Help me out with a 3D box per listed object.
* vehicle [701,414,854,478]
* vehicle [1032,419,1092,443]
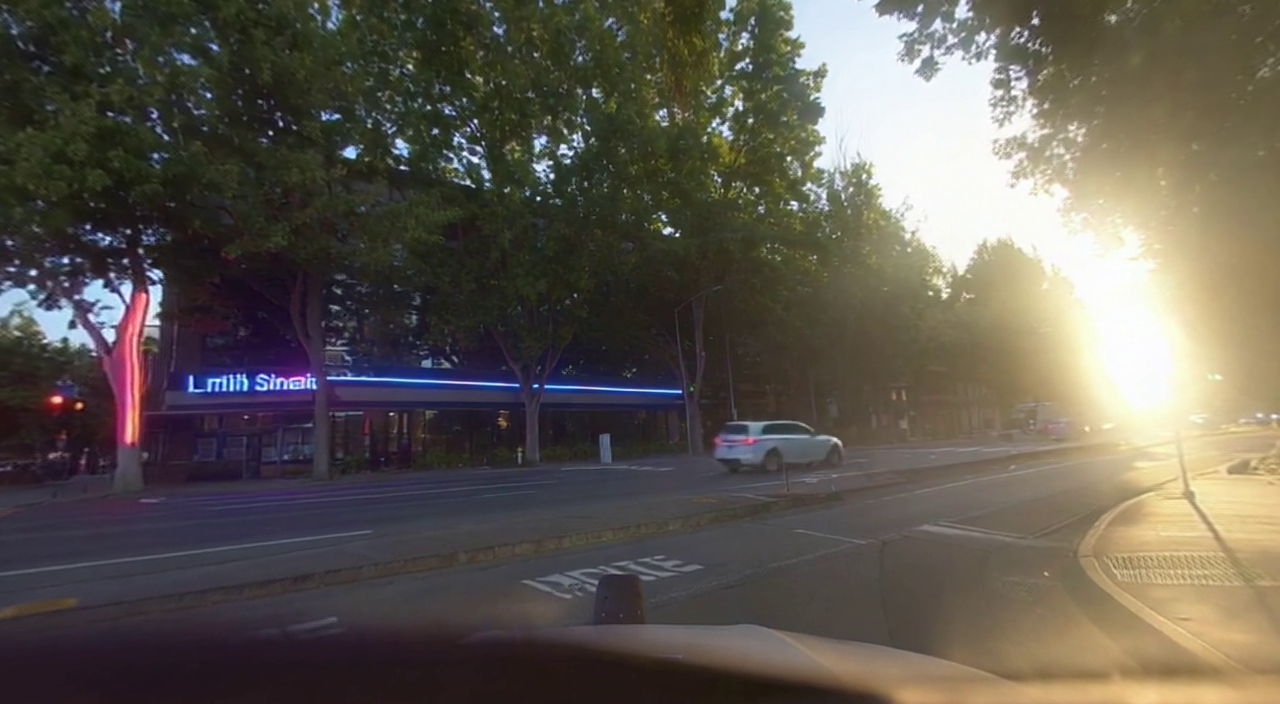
[{"bbox_3d":[3.858,2.600,17.458,4.182,1.536,1.885,7,-11,-38],"label":"vehicle"},{"bbox_3d":[27.690,5.197,41.411,4.442,1.458,1.902,7,-11,-39],"label":"vehicle"}]
